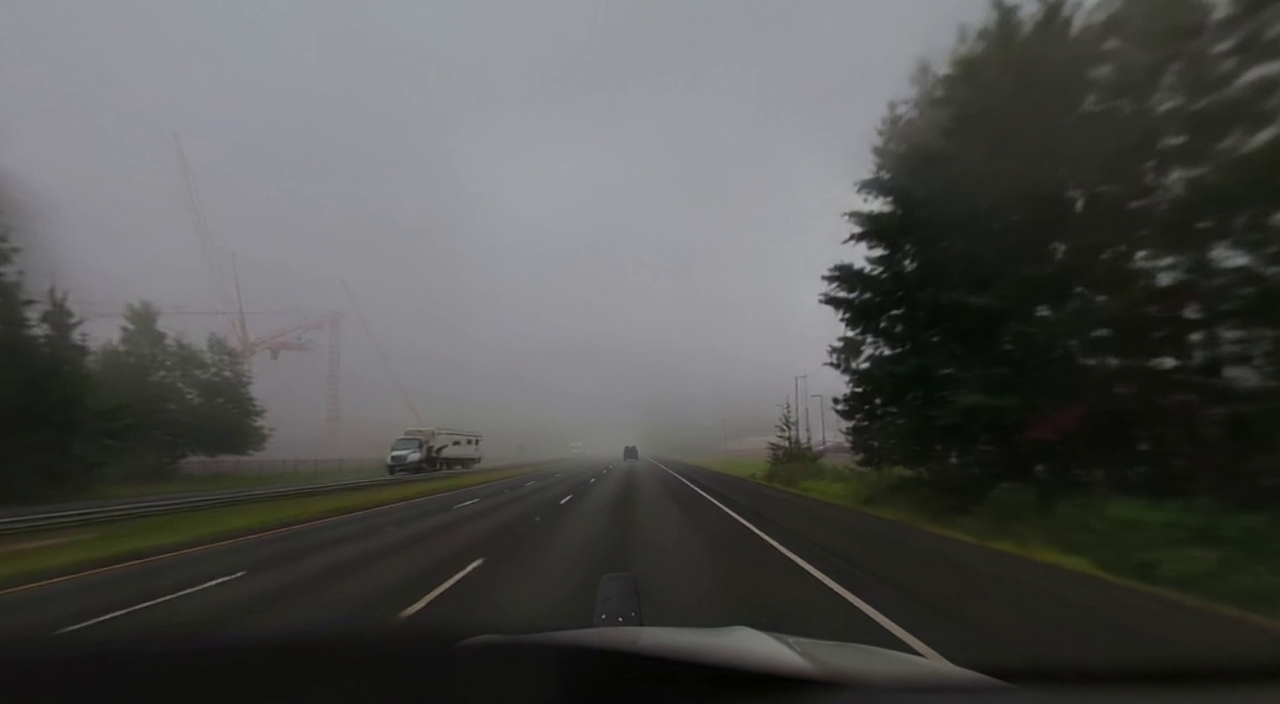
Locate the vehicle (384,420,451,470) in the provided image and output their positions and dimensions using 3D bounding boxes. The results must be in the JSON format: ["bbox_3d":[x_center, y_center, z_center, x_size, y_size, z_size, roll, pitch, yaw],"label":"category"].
[{"bbox_3d":[-17.173,7.249,49.168,3.004,3.663,5.895,0,-9,0],"label":"vehicle"}]
